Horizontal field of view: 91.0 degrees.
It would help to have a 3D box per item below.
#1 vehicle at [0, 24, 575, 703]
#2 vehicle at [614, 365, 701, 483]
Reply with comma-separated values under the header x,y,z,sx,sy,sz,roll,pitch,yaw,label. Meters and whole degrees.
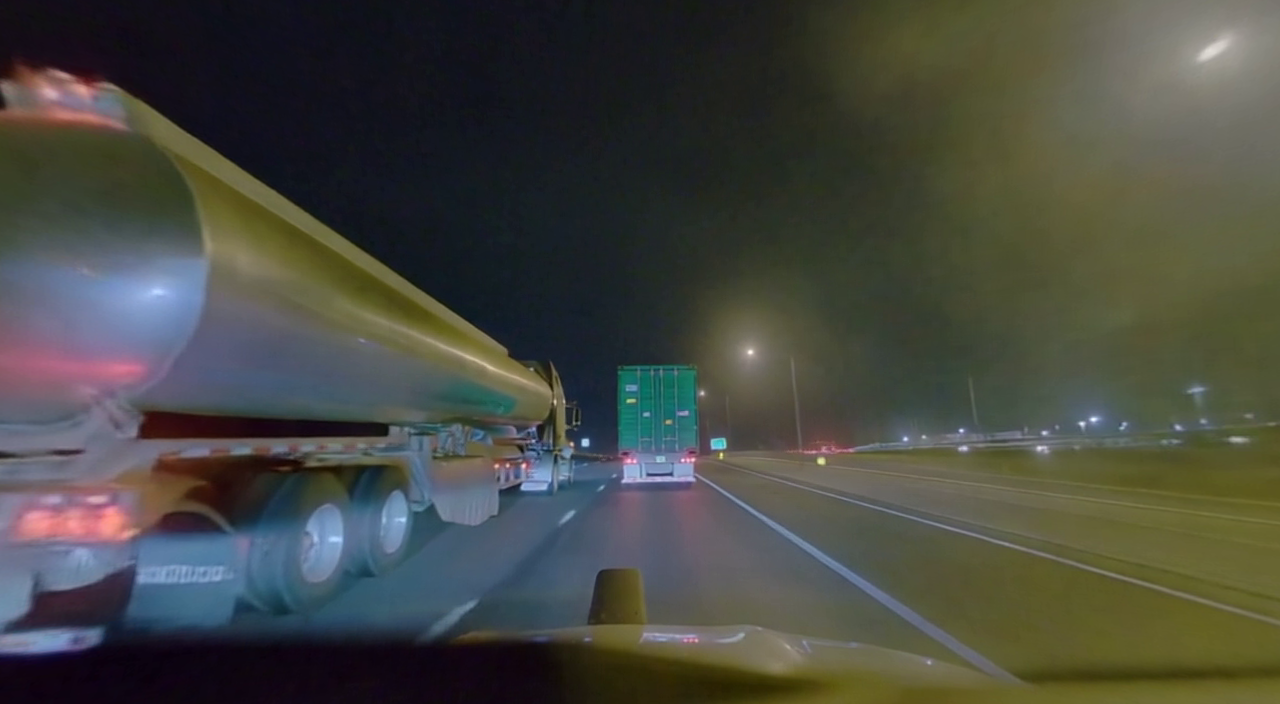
x,y,z,sx,sy,sz,roll,pitch,yaw,label
-3.678,1.200,11.831,3.267,3.655,17.154,0,-9,-1,vehicle
0.664,3.291,27.171,2.942,4.003,11.297,0,-9,1,vehicle
